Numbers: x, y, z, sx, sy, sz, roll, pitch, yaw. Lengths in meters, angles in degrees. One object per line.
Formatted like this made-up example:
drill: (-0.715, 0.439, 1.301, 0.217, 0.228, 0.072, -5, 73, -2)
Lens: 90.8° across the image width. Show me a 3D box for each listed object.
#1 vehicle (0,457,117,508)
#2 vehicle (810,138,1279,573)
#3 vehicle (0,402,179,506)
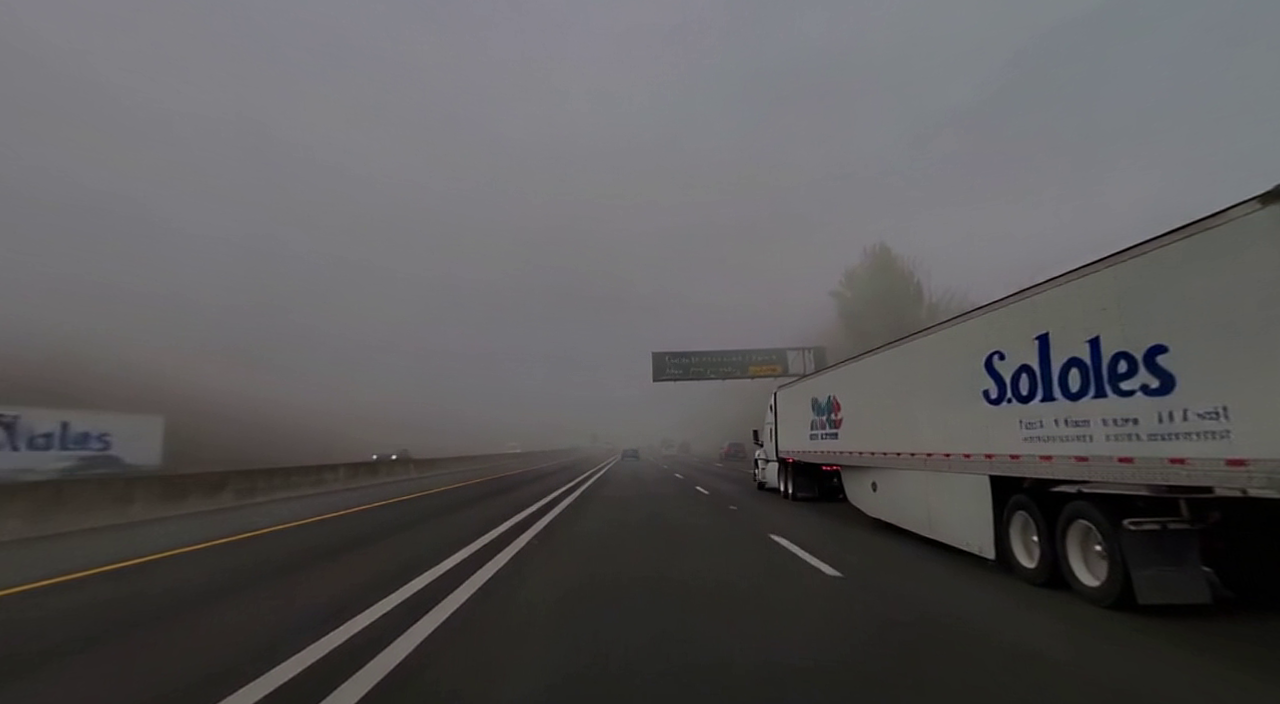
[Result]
vehicle: (-22.947, 4.849, 23.907, 2.098, 1.674, 4.926, 0, -9, -1)
vehicle: (7.404, 1.071, 12.937, 2.892, 4.128, 16.495, 0, -9, -2)
vehicle: (-27.333, 4.358, 27.128, 2.927, 4.151, 16.512, 0, -9, -1)
